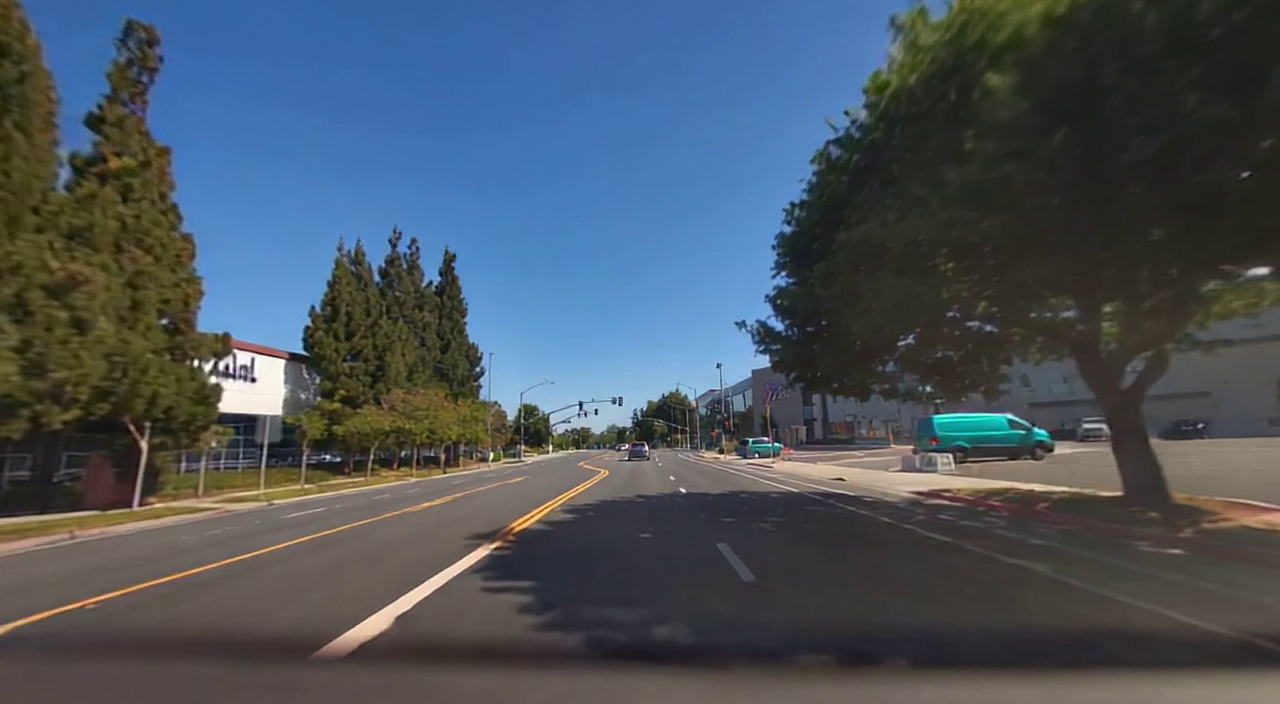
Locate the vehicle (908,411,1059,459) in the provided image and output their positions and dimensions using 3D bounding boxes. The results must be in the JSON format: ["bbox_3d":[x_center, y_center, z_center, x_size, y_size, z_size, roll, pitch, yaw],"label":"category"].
[{"bbox_3d":[15.867,3.879,29.376,5.546,2.117,2.443,0,-9,0],"label":"vehicle"}]

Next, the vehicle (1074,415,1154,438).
[{"bbox_3d":[36.270,5.766,48.298,1.947,1.592,4.418,4,-9,-24],"label":"vehicle"}]
